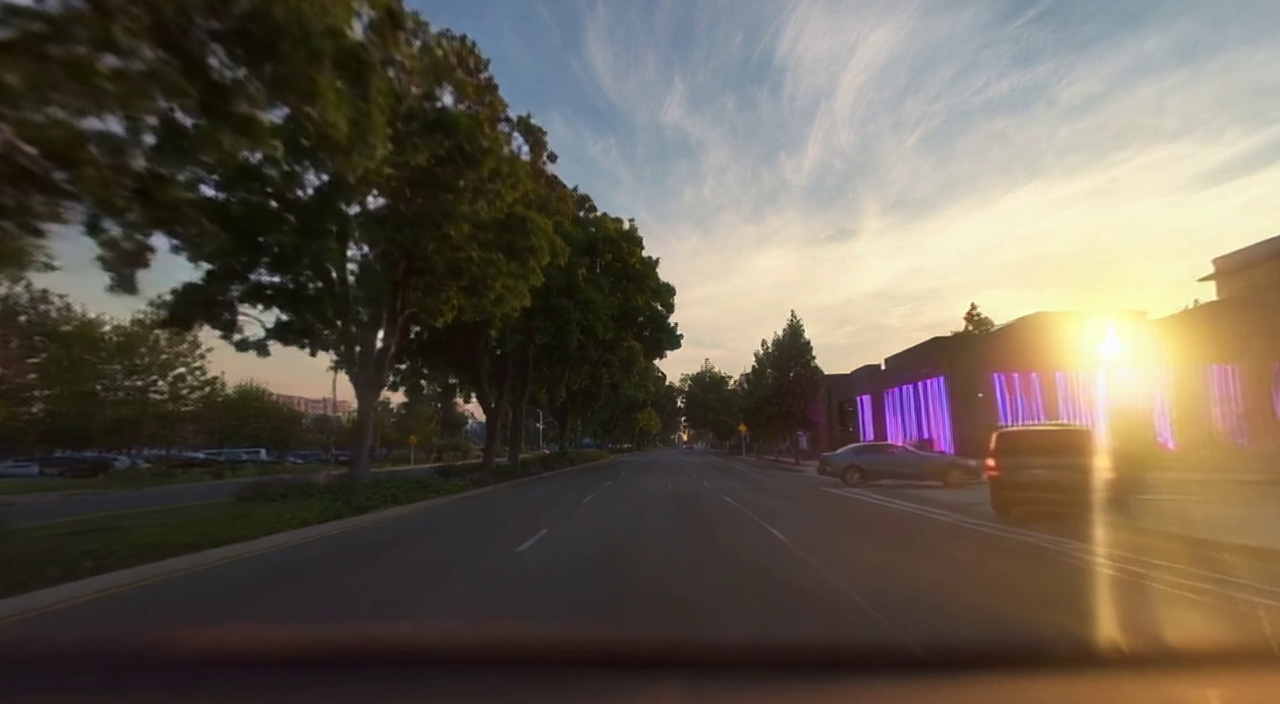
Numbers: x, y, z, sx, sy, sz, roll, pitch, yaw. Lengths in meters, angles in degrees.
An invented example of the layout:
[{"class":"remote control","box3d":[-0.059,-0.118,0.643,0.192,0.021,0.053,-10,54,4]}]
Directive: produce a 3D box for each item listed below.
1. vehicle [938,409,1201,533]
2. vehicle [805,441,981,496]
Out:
[{"class":"vehicle","box3d":[8.701,2.273,12.710,5.157,1.991,2.477,5,-10,-34]},{"class":"vehicle","box3d":[7.679,3.503,19.355,4.733,1.499,2.000,-4,-9,26]}]
